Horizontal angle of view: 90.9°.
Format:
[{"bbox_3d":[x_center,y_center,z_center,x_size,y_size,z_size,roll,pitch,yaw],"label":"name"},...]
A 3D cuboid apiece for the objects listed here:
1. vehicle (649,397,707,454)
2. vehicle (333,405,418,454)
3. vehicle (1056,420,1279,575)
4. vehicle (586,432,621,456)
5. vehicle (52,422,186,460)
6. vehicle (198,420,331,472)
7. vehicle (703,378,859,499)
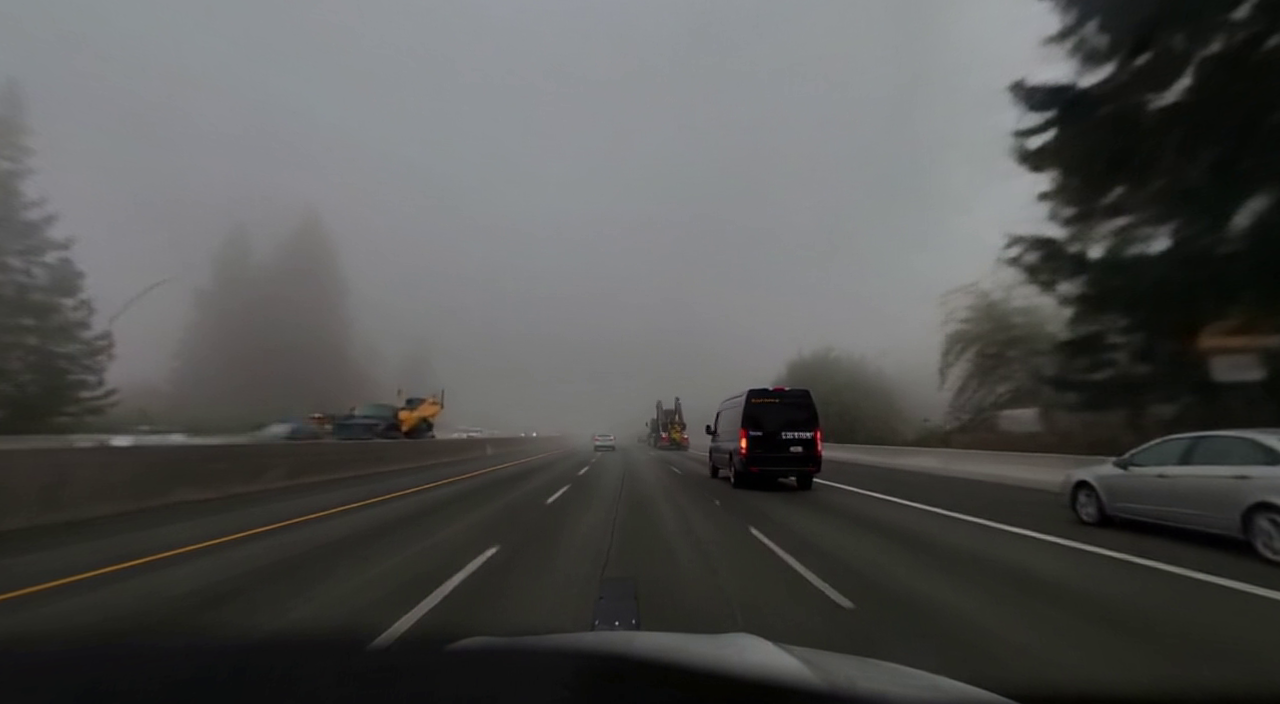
[{"bbox_3d":[2.598,5.524,46.726,2.912,3.738,10.123,0,-8,-5],"label":"vehicle"},{"bbox_3d":[-15.305,4.572,36.919,2.541,2.610,5.735,0,-8,-1],"label":"vehicle"},{"bbox_3d":[7.153,1.516,6.913,1.925,1.490,4.631,0,-8,-1],"label":"vehicle"},{"bbox_3d":[-2.405,6.103,42.143,2.217,1.502,4.222,0,-8,-2],"label":"vehicle"},{"bbox_3d":[-21.634,3.721,26.435,1.804,1.442,4.543,0,-8,-1],"label":"vehicle"},{"bbox_3d":[-11.672,2.947,19.933,1.781,1.459,4.003,0,-8,-1],"label":"vehicle"},{"bbox_3d":[3.231,2.185,16.122,2.386,2.509,5.880,0,-8,-2],"label":"vehicle"}]
